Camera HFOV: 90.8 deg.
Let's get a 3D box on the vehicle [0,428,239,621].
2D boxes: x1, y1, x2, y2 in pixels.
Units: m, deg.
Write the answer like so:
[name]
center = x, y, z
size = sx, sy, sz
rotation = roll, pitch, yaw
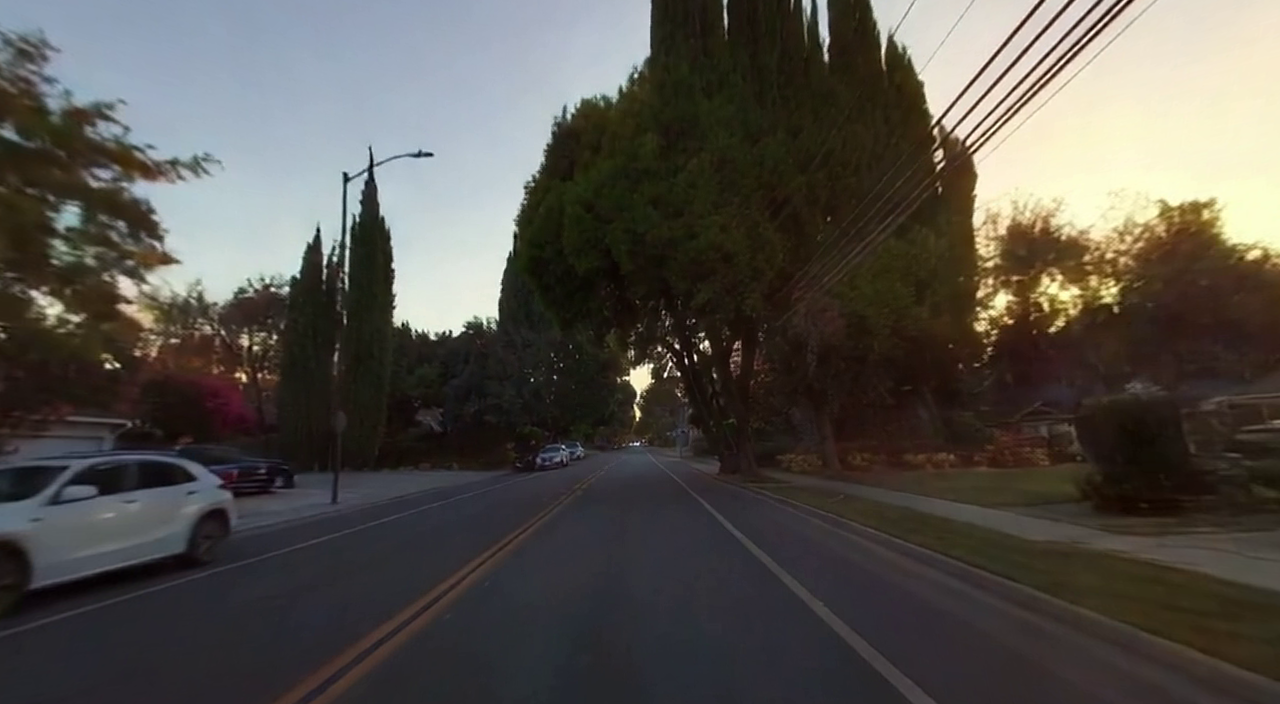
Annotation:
[vehicle]
center = -6.657, 1.762, 6.724
size = 1.923, 1.687, 4.511
rotation = -4, -9, -1
